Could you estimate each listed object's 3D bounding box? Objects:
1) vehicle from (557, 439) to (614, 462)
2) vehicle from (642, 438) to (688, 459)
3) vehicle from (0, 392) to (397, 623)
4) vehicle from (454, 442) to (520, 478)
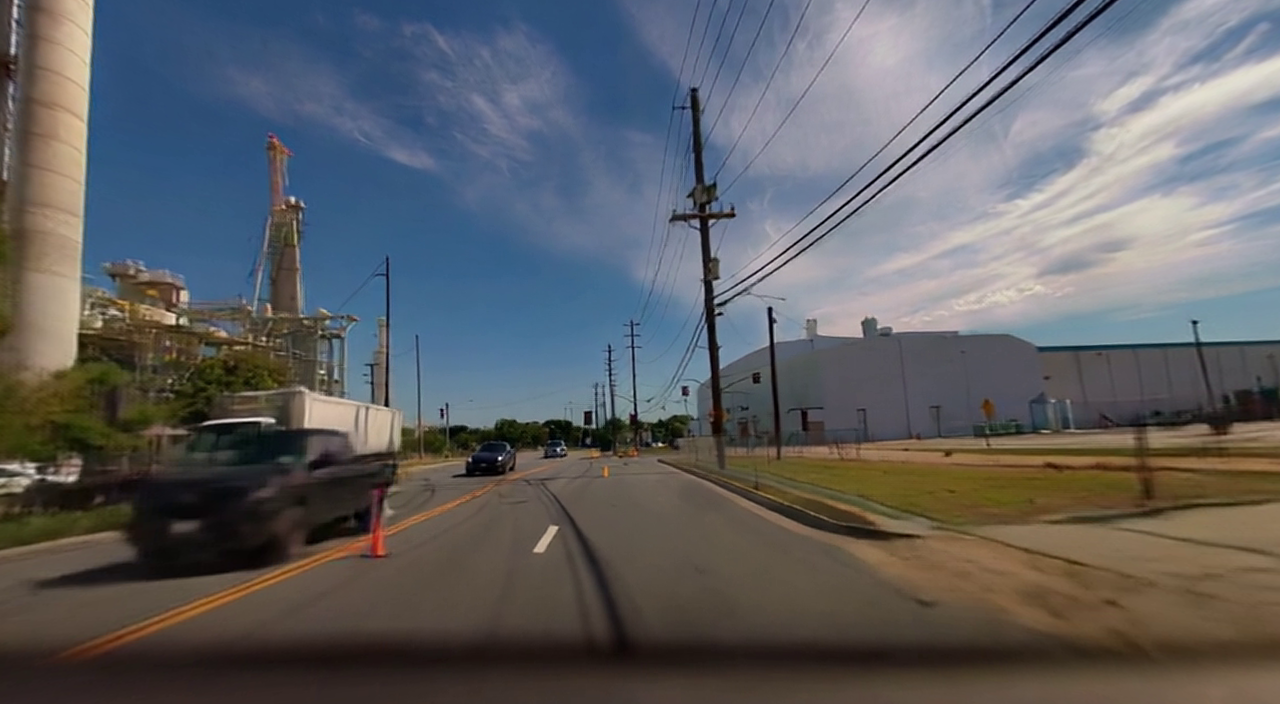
[{"bbox_3d":[-4.143,7.587,48.797,1.944,1.645,4.701,-5,-10,32],"label":"vehicle"},{"bbox_3d":[1.944,7.340,48.021,2.053,1.477,4.218,-4,-9,25],"label":"vehicle"},{"bbox_3d":[-5.152,1.616,7.691,2.282,1.809,5.297,0,-8,0],"label":"vehicle"},{"bbox_3d":[-6.732,4.795,28.339,2.117,1.484,4.544,0,-9,-4],"label":"vehicle"}]
